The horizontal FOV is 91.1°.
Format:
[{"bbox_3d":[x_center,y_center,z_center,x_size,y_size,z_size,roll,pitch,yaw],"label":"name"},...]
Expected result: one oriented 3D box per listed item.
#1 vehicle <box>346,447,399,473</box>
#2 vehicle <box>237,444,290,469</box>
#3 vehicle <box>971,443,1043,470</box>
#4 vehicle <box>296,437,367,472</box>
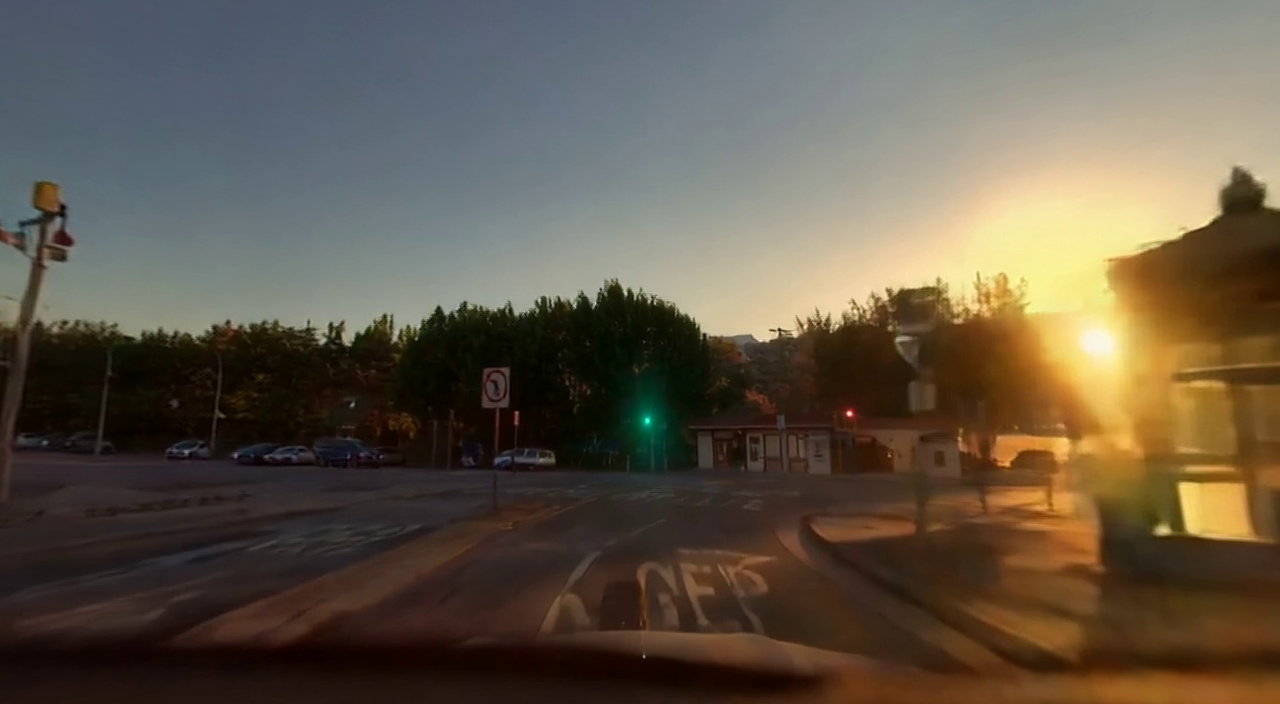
[{"bbox_3d":[-15.375,6.199,36.278,1.789,1.399,4.236,1,-9,-9],"label":"vehicle"},{"bbox_3d":[-24.735,6.870,41.375,1.771,1.510,3.545,1,-9,-10],"label":"vehicle"},{"bbox_3d":[27.818,7.903,47.570,4.474,1.956,2.263,-6,-11,31],"label":"vehicle"},{"bbox_3d":[-18.413,6.133,37.772,2.337,1.934,4.843,1,-9,-8],"label":"vehicle"}]
